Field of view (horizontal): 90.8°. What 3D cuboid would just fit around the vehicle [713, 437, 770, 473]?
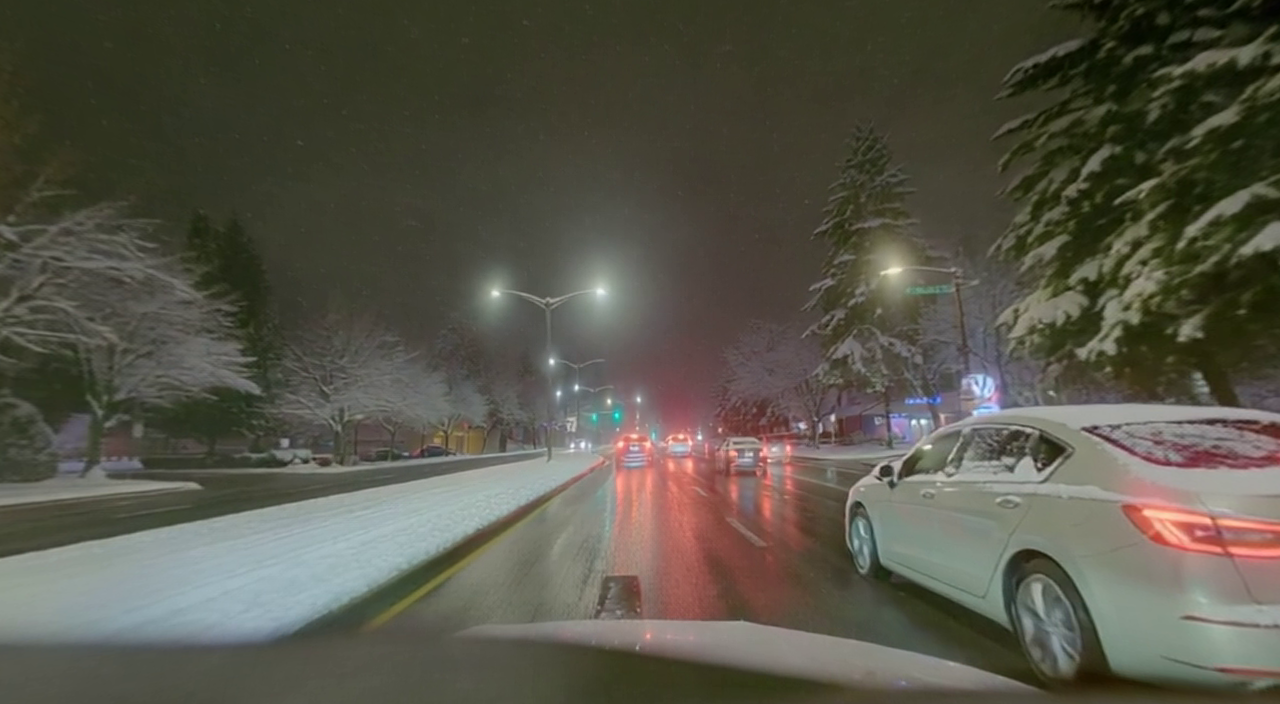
[{"bbox_3d":[4.425,4.566,28.138,1.883,1.452,4.258,0,-8,1],"label":"vehicle"}]

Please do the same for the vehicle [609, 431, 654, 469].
[{"bbox_3d":[-0.417,4.962,32.227,2.106,1.798,4.168,0,-8,0],"label":"vehicle"}]

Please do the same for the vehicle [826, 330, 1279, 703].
[{"bbox_3d":[3.032,1.074,4.236,2.153,1.658,4.485,0,-8,-1],"label":"vehicle"}]
